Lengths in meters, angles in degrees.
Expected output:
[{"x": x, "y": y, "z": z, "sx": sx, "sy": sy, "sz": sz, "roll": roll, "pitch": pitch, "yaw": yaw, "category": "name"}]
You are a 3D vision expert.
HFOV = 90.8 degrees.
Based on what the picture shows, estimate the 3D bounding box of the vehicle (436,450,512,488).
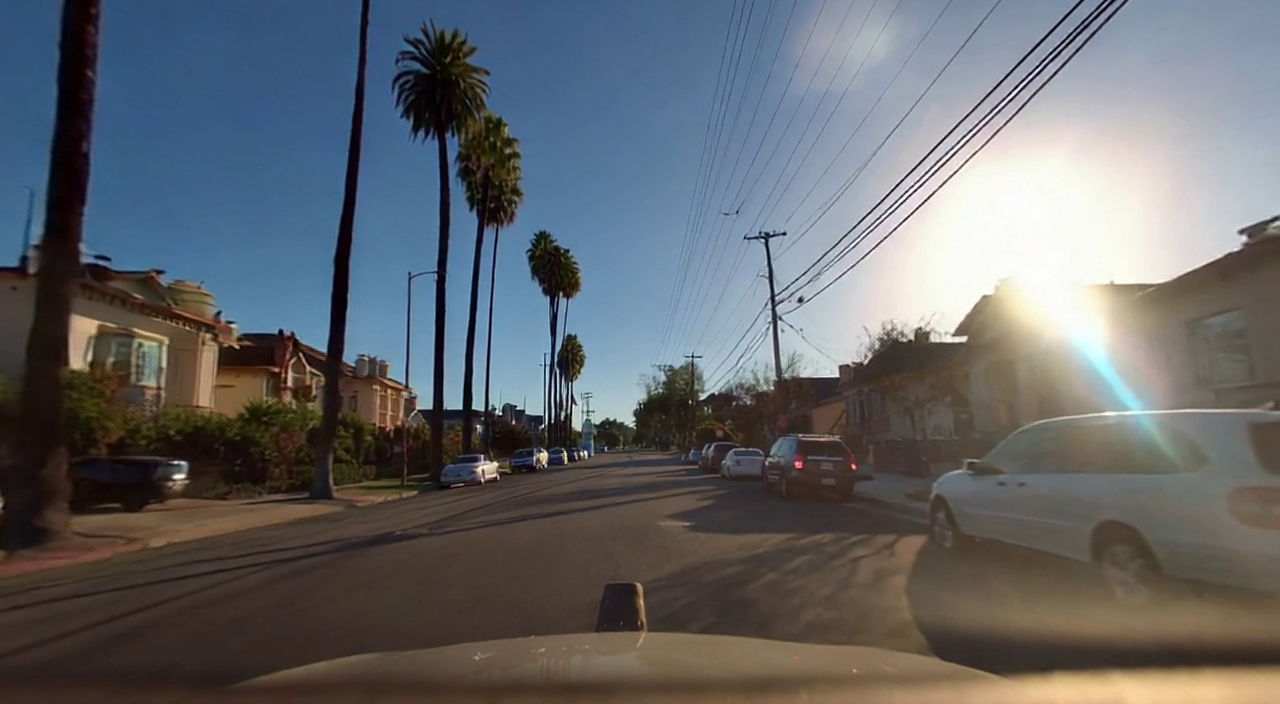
[{"x": -7.215, "y": 5.129, "z": 27.987, "sx": 2.013, "sy": 1.483, "sz": 4.645, "roll": 0, "pitch": -8, "yaw": 1, "category": "vehicle"}]

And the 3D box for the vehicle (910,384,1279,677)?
[{"x": 4.716, "y": 1.415, "z": 6.129, "sx": 1.922, "sy": 1.761, "sz": 4.633, "roll": 0, "pitch": -8, "yaw": -3, "category": "vehicle"}]

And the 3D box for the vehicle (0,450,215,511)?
[{"x": -14.294, "y": 3.420, "z": 17.030, "sx": 4.305, "sy": 1.505, "sz": 1.793, "roll": 0, "pitch": -8, "yaw": -1, "category": "vehicle"}]

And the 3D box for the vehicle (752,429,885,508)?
[{"x": 4.634, "y": 3.103, "z": 17.325, "sx": 2.115, "sy": 1.826, "sz": 4.871, "roll": 0, "pitch": -8, "yaw": -1, "category": "vehicle"}]

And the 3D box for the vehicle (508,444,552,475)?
[{"x": -7.415, "y": 7.278, "z": 42.970, "sx": 2.077, "sy": 1.888, "sz": 4.551, "roll": -2, "pitch": -8, "yaw": 2, "category": "vehicle"}]
